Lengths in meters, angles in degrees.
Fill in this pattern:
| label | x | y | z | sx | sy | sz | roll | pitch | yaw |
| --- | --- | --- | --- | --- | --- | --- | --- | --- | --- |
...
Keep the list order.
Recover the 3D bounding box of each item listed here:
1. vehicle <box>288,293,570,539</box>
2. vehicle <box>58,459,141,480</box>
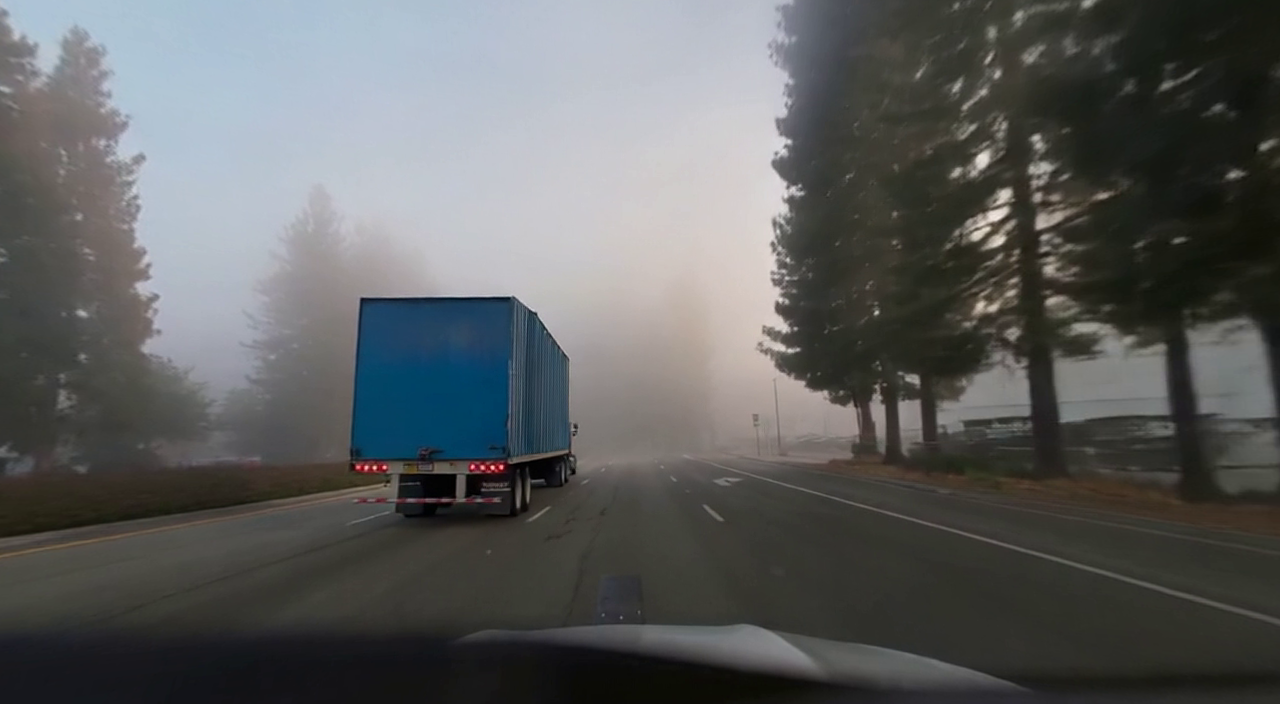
| label | x | y | z | sx | sy | sz | roll | pitch | yaw |
| --- | --- | --- | --- | --- | --- | --- | --- | --- | --- |
| vehicle | -3.363 | 1.446 | 13.009 | 2.910 | 3.419 | 8.376 | 0 | -8 | 0 |
| vehicle | -42.083 | 9.141 | 49.212 | 4.562 | 1.524 | 1.985 | 0 | -8 | -1 |
